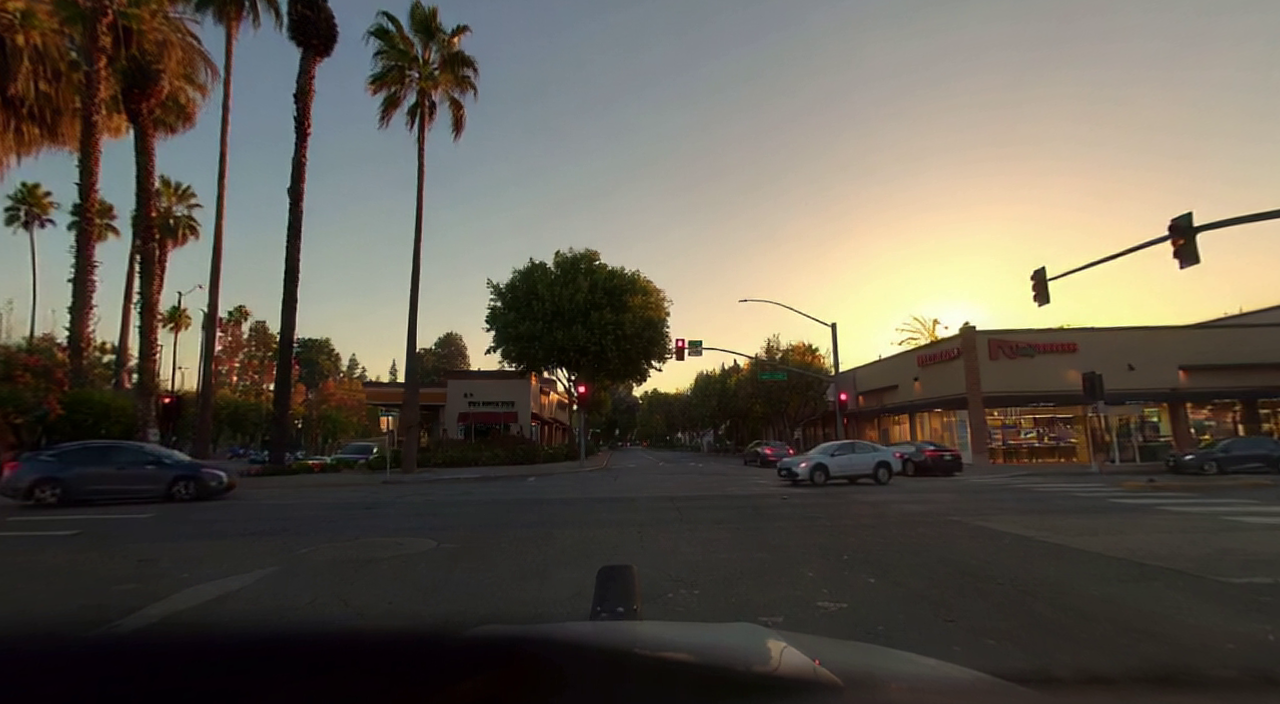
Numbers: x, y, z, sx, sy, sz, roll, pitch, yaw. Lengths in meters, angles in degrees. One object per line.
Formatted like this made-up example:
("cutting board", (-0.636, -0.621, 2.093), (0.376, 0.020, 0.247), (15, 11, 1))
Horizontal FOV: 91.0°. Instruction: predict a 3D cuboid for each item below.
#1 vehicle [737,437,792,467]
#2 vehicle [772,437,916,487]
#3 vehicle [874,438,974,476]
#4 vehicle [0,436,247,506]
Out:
("vehicle", (7.116, 5.770, 36.478), (1.867, 1.653, 4.596), (1, -9, -6))
("vehicle", (6.570, 3.539, 20.449), (4.035, 1.512, 1.828), (2, -9, -15))
("vehicle", (12.762, 4.700, 28.305), (3.826, 1.572, 1.890), (-5, -10, 31))
("vehicle", (-13.472, 3.101, 16.794), (4.603, 1.653, 1.999), (3, -9, -19))
